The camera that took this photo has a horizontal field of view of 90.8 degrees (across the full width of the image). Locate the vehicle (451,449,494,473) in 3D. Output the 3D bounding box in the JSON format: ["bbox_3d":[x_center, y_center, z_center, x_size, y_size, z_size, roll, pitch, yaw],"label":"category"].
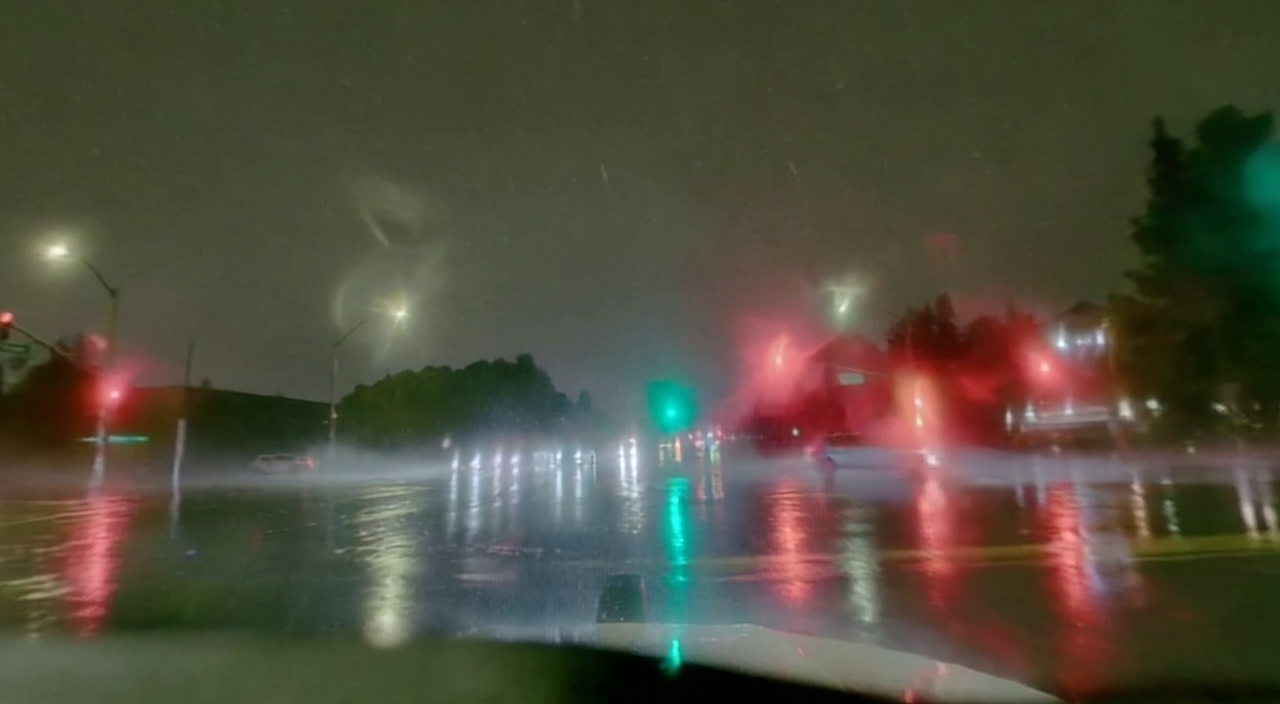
[{"bbox_3d":[-11.364,7.431,43.128,1.786,1.499,3.797,-1,-8,2],"label":"vehicle"}]

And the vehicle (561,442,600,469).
[{"bbox_3d":[-3.912,6.872,42.183,2.034,1.663,4.025,-1,-8,3],"label":"vehicle"}]

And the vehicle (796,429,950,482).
[{"bbox_3d":[8.140,3.634,22.384,4.652,1.674,1.998,-8,-12,43],"label":"vehicle"}]
